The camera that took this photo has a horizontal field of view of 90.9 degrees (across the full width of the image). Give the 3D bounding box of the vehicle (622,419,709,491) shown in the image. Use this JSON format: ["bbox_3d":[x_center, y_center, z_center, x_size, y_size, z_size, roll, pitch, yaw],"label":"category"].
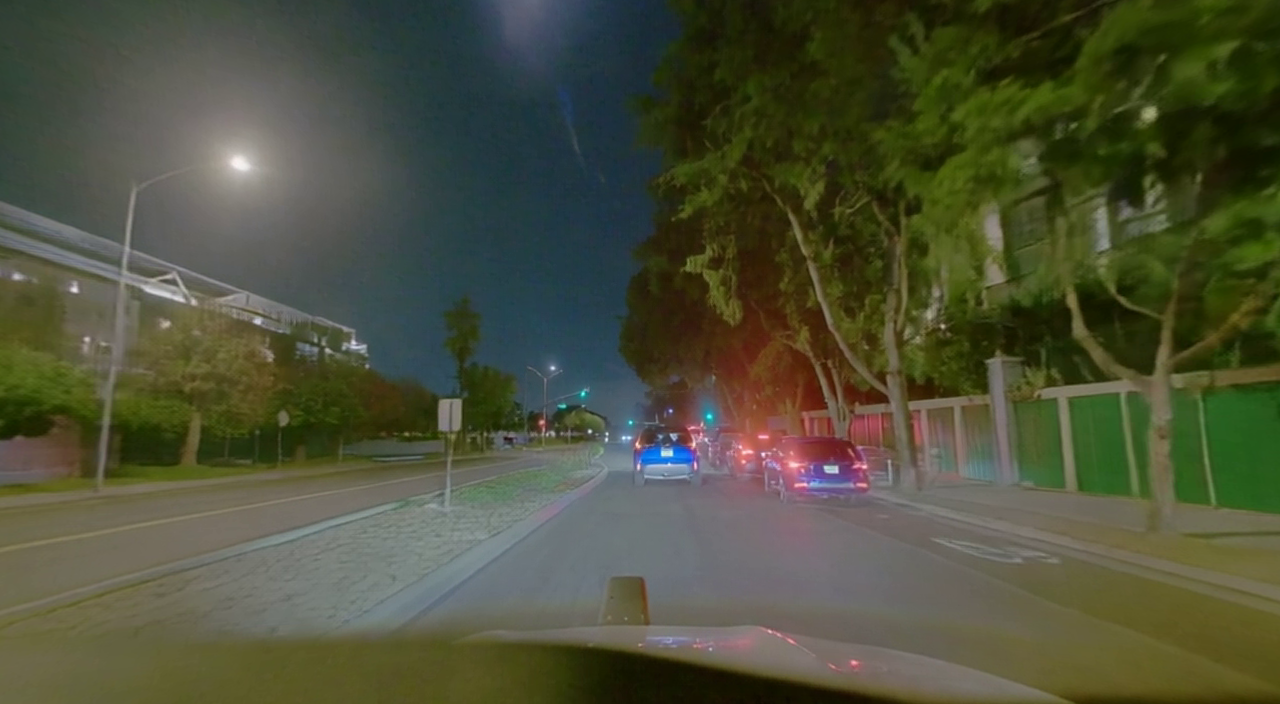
[{"bbox_3d":[0.770,3.141,19.451,2.386,1.947,4.168,-1,-9,2],"label":"vehicle"}]

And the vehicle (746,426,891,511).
[{"bbox_3d":[4.035,2.741,15.295,2.138,1.699,4.852,0,-9,1],"label":"vehicle"}]
